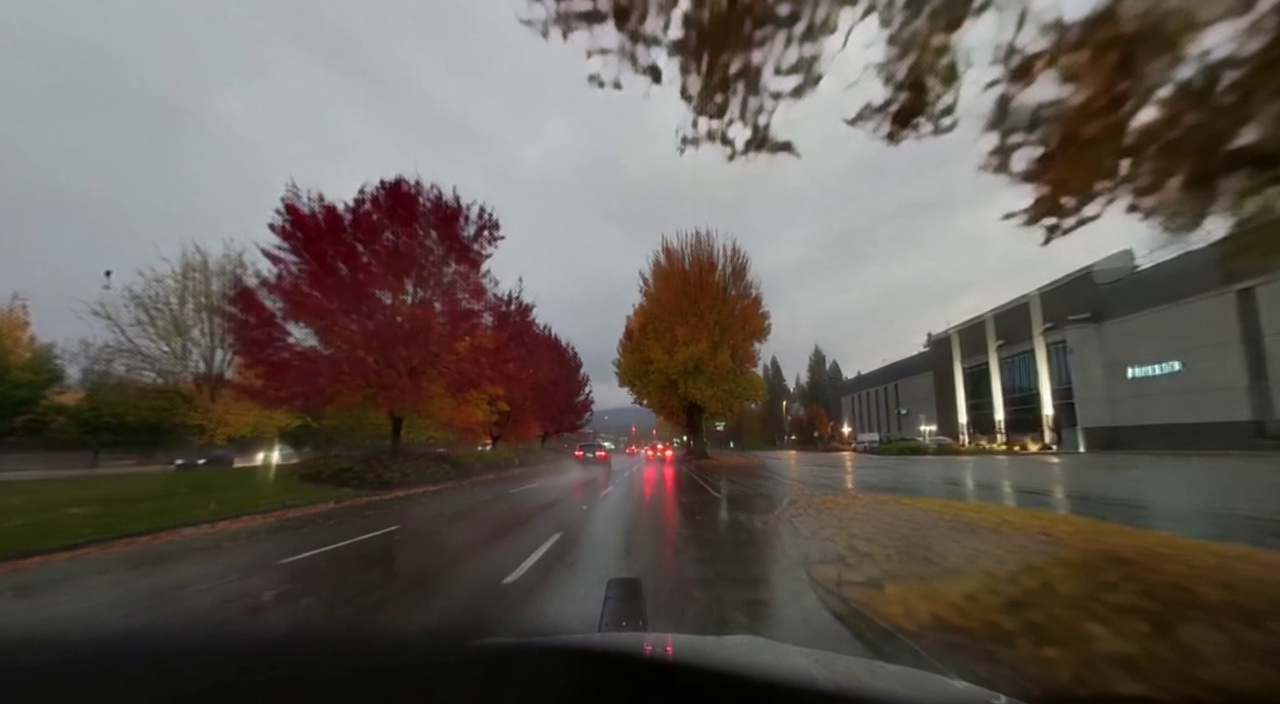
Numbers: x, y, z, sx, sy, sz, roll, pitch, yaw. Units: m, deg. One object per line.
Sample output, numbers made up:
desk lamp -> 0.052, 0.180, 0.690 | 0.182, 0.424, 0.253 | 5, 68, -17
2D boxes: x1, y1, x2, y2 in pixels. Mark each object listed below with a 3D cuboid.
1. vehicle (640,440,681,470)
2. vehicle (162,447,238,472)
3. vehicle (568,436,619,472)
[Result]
vehicle -> 1.089, 5.412, 33.331 | 2.040, 1.493, 3.682 | 0, -8, 1
vehicle -> -33.202, 8.072, 47.679 | 1.982, 1.759, 4.837 | -1, -8, 3
vehicle -> -2.313, 5.215, 32.282 | 2.197, 1.709, 4.069 | 0, -8, 1
